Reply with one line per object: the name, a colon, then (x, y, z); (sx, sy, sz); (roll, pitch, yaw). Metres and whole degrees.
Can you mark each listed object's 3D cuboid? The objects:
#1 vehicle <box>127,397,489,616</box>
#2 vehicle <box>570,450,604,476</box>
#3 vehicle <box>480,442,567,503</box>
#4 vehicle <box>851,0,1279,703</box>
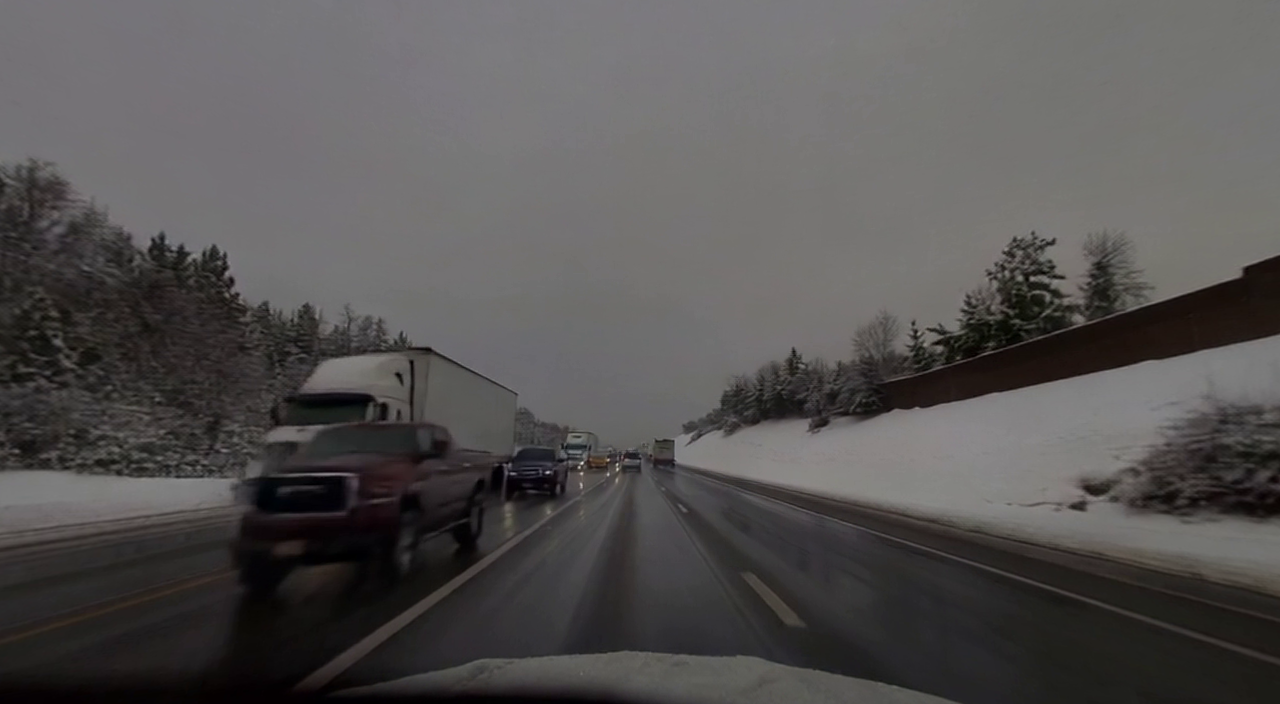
vehicle: (-3.357, 1.655, 7.589); (2.088, 1.860, 4.164); (0, -9, -1)
vehicle: (-3.940, 8.350, 47.721); (2.127, 1.806, 4.243); (0, -9, 0)
vehicle: (-3.788, 4.011, 21.426); (2.088, 1.800, 4.543); (0, -9, 0)
vehicle: (3.084, -0.168, 1.412); (2.959, 3.973, 5.928); (0, -9, -1)
